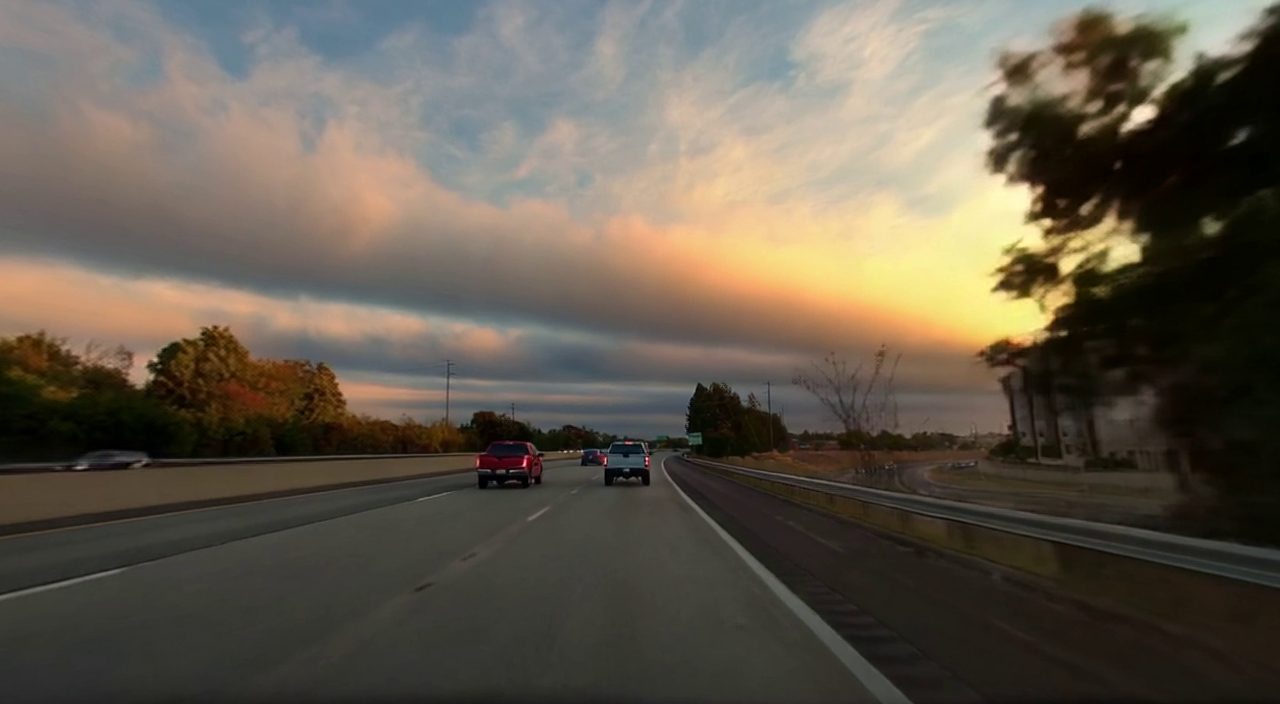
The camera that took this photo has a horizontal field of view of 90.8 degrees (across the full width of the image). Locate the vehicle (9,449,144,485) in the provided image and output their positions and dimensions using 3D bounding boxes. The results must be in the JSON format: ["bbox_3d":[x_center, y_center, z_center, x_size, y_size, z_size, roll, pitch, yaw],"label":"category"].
[{"bbox_3d":[-24.872,5.061,28.161,1.883,1.458,4.499,0,-8,0],"label":"vehicle"}]

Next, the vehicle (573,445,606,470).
[{"bbox_3d":[-3.837,8.038,48.313,1.991,1.776,4.333,0,-8,2],"label":"vehicle"}]

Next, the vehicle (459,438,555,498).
[{"bbox_3d":[-4.211,3.752,20.984,2.038,1.704,5.181,0,-8,0],"label":"vehicle"}]

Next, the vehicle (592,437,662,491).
[{"bbox_3d":[-0.368,4.011,23.027,2.293,1.753,4.380,0,-8,1],"label":"vehicle"}]

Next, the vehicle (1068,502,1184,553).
[{"bbox_3d":[21.689,7.823,28.487,1.956,1.594,4.425,-1,-8,5],"label":"vehicle"}]
